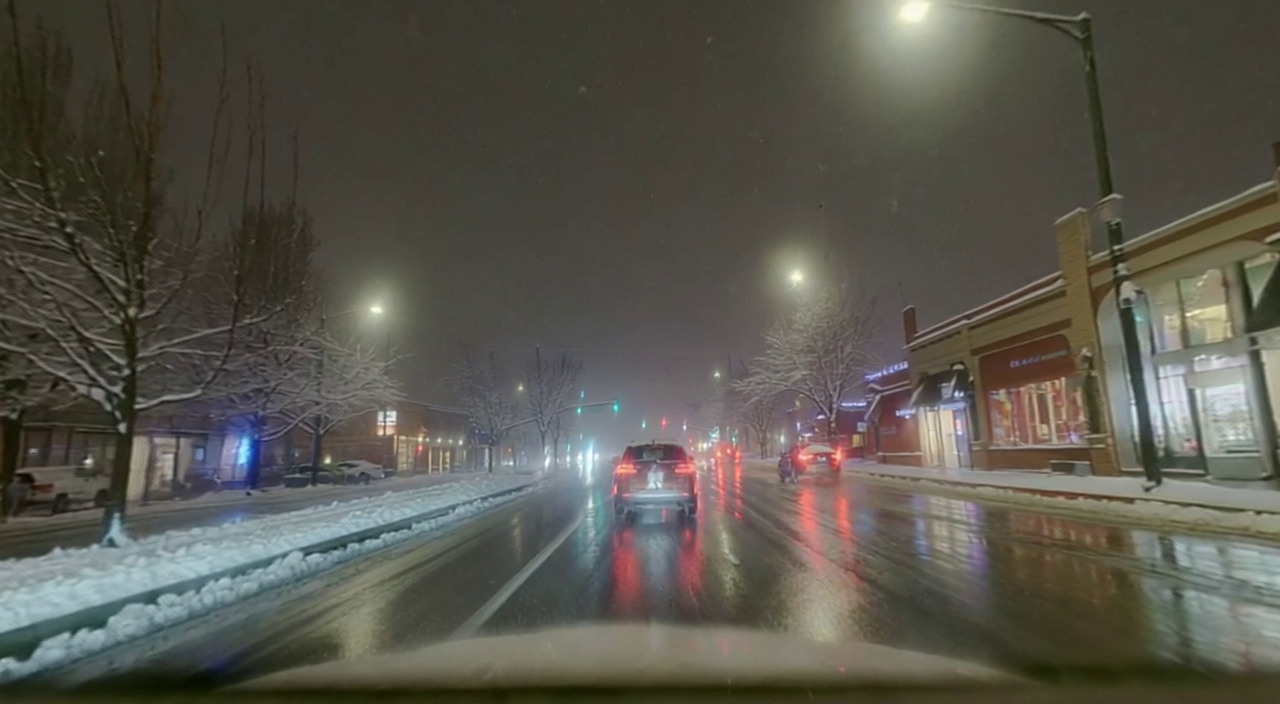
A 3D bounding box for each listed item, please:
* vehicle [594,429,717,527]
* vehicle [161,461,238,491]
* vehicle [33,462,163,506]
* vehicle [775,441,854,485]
[{"bbox_3d":[0.258,2.464,12.906,2.125,1.669,3.880,0,-8,0],"label":"vehicle"},{"bbox_3d":[-27.884,7.848,40.091,1.861,1.578,4.152,0,-8,1],"label":"vehicle"},{"bbox_3d":[-25.876,6.271,30.384,2.026,1.808,4.835,0,-9,-2],"label":"vehicle"},{"bbox_3d":[6.967,4.441,25.650,2.086,1.627,4.294,0,-8,2],"label":"vehicle"}]
